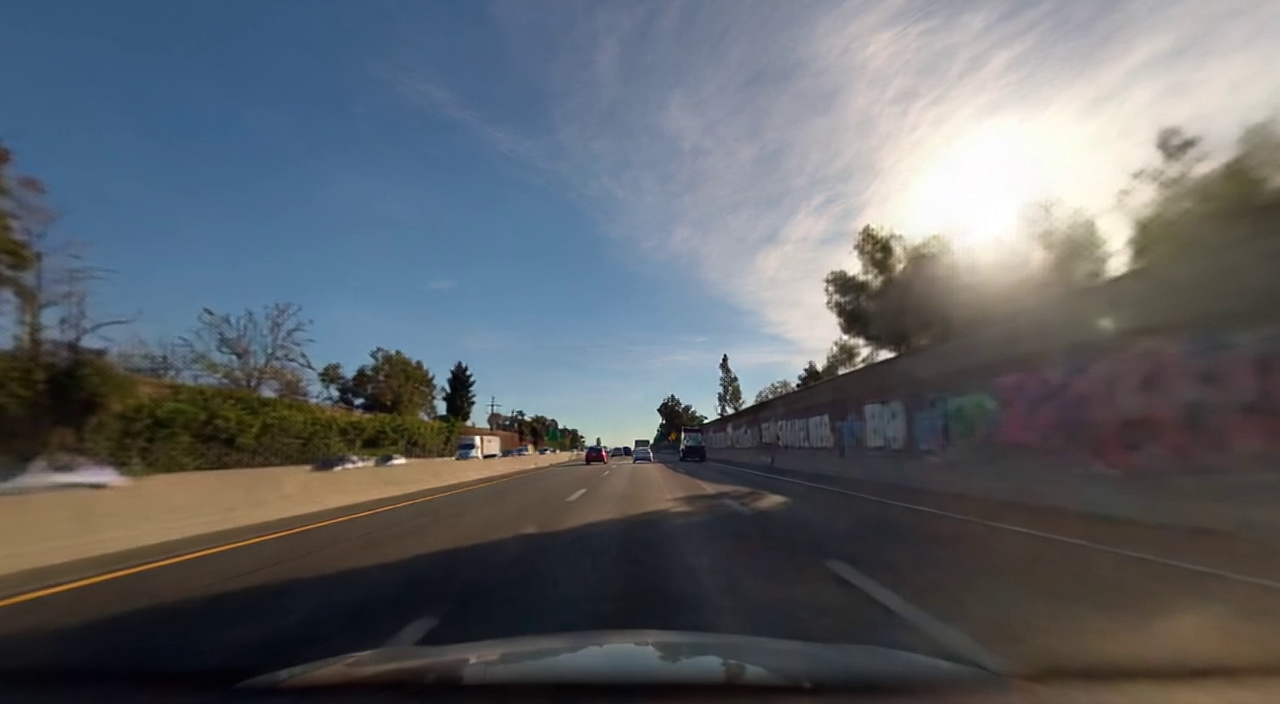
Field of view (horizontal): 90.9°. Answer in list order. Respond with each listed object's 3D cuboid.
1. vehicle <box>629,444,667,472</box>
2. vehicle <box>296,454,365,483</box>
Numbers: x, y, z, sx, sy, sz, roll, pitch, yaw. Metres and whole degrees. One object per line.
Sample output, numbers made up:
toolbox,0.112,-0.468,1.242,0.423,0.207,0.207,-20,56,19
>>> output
vehicle,0.403,5.969,35.596,2.009,1.506,4.091,0,-9,0
vehicle,-16.479,6.187,33.733,1.775,1.455,3.730,0,-9,0
